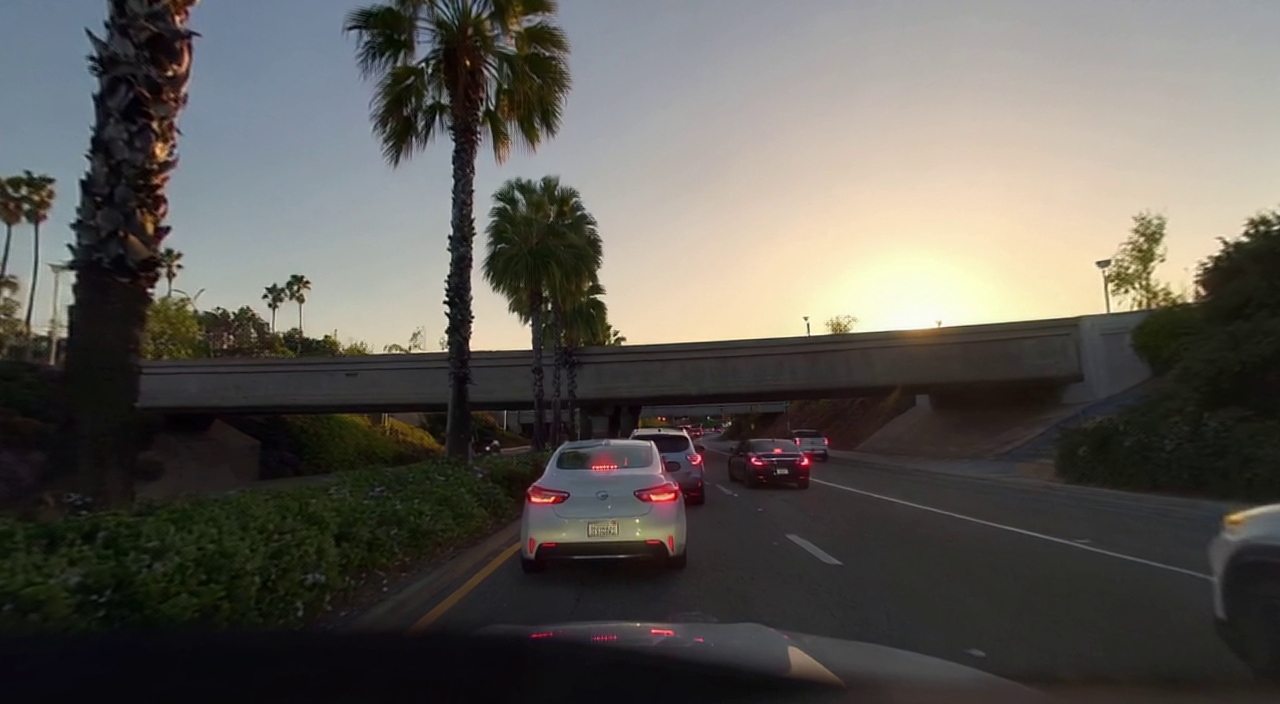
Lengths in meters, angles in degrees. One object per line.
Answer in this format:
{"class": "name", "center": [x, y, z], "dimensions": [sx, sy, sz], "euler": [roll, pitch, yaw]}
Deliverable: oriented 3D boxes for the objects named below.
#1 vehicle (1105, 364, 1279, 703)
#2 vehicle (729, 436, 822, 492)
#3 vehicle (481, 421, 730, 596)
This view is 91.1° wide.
{"class": "vehicle", "center": [3.956, 0.660, 1.463], "dimensions": [2.149, 1.609, 4.807], "euler": [0, -9, 2]}
{"class": "vehicle", "center": [4.069, 3.430, 19.703], "dimensions": [2.034, 1.517, 4.840], "euler": [0, -8, 2]}
{"class": "vehicle", "center": [-0.239, 1.668, 7.561], "dimensions": [2.172, 1.506, 4.018], "euler": [0, -9, 2]}
